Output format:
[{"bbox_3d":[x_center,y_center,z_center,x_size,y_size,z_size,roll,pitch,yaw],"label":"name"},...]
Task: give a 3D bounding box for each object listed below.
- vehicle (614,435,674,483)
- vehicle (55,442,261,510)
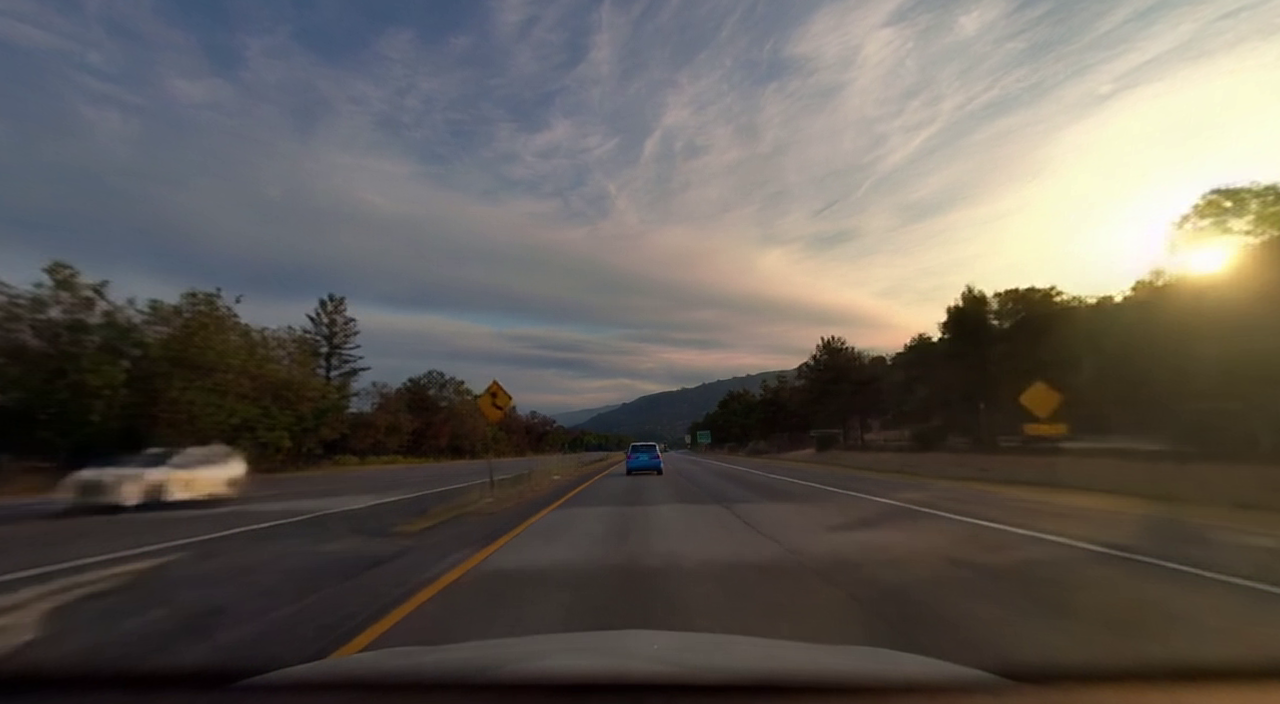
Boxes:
[{"bbox_3d":[0.157,4.197,24.936,2.190,1.706,4.062,0,-9,0],"label":"vehicle"},{"bbox_3d":[-12.124,3.129,16.331,1.847,1.486,4.383,0,-9,0],"label":"vehicle"}]
